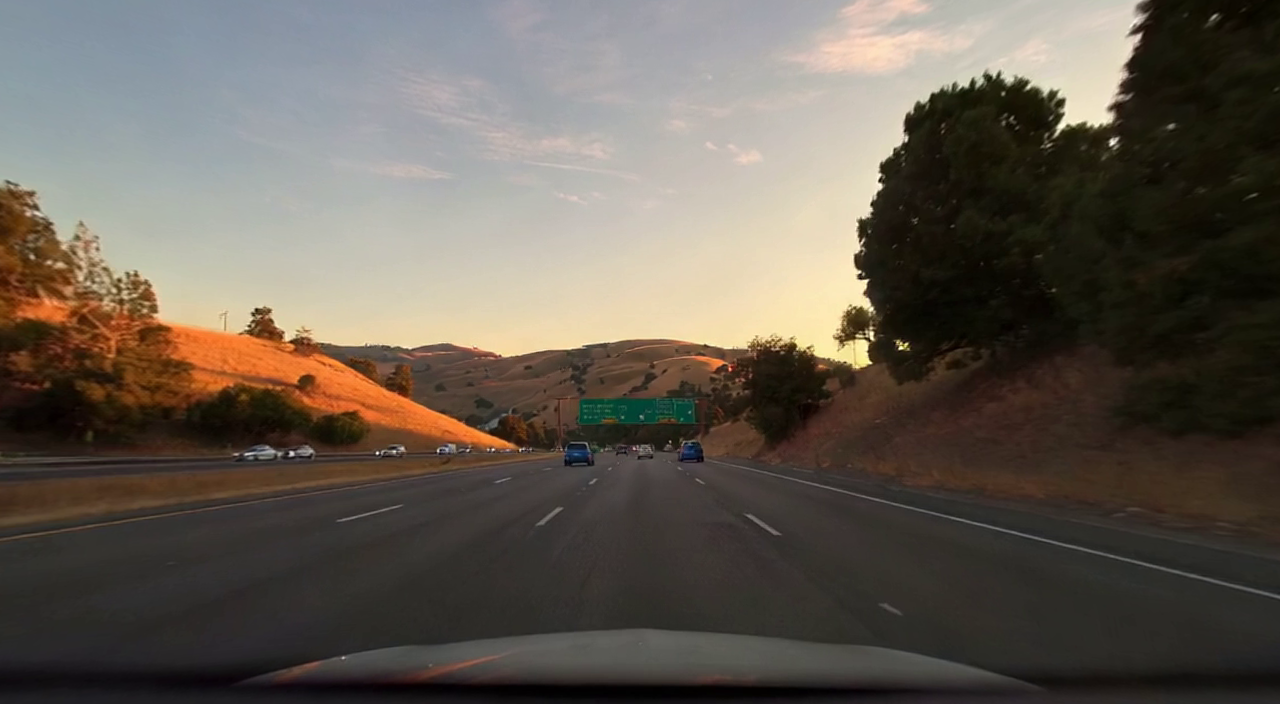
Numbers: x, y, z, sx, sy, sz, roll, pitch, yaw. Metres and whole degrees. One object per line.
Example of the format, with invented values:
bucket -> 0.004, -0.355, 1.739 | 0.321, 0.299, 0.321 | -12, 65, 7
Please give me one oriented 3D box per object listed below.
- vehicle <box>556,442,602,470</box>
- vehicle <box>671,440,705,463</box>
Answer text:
vehicle -> -3.537, 6.103, 37.337 | 2.159, 1.562, 4.441 | 0, -8, 1
vehicle -> 3.591, 7.557, 48.066 | 2.168, 1.681, 4.279 | 0, -8, 0
